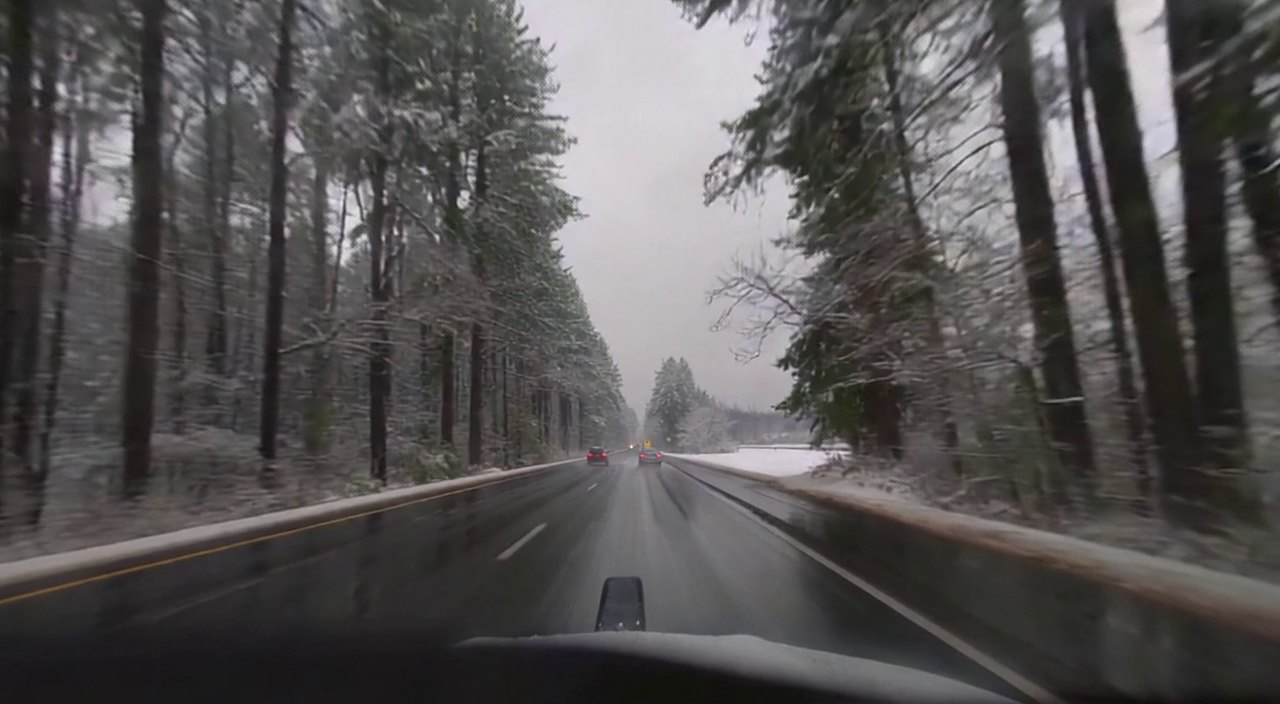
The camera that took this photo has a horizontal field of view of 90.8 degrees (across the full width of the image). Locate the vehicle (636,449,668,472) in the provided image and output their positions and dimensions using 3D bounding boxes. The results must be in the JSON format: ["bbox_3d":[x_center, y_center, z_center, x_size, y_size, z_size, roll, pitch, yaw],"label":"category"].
[{"bbox_3d":[0.758,7.231,42.202,2.046,1.452,4.407,0,-9,0],"label":"vehicle"}]
